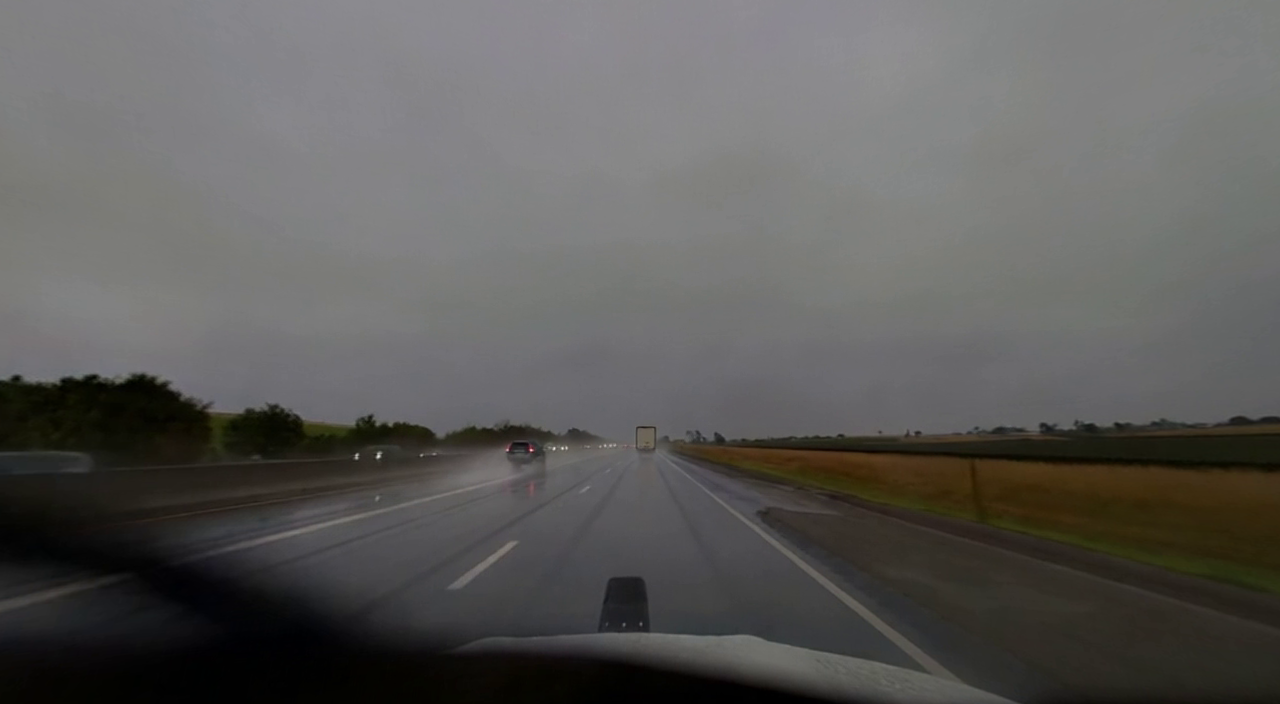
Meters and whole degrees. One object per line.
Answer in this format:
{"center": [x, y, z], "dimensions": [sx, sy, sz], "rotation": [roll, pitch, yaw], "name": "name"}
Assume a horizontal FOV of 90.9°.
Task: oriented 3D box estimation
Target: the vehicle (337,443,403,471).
{"center": [-20.254, 7.873, 47.656], "dimensions": [2.240, 1.947, 6.057], "rotation": [-1, -8, 1], "name": "vehicle"}

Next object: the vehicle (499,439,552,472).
{"center": [-6.899, 6.300, 38.605], "dimensions": [2.193, 1.866, 4.807], "rotation": [0, -8, 2], "name": "vehicle"}
